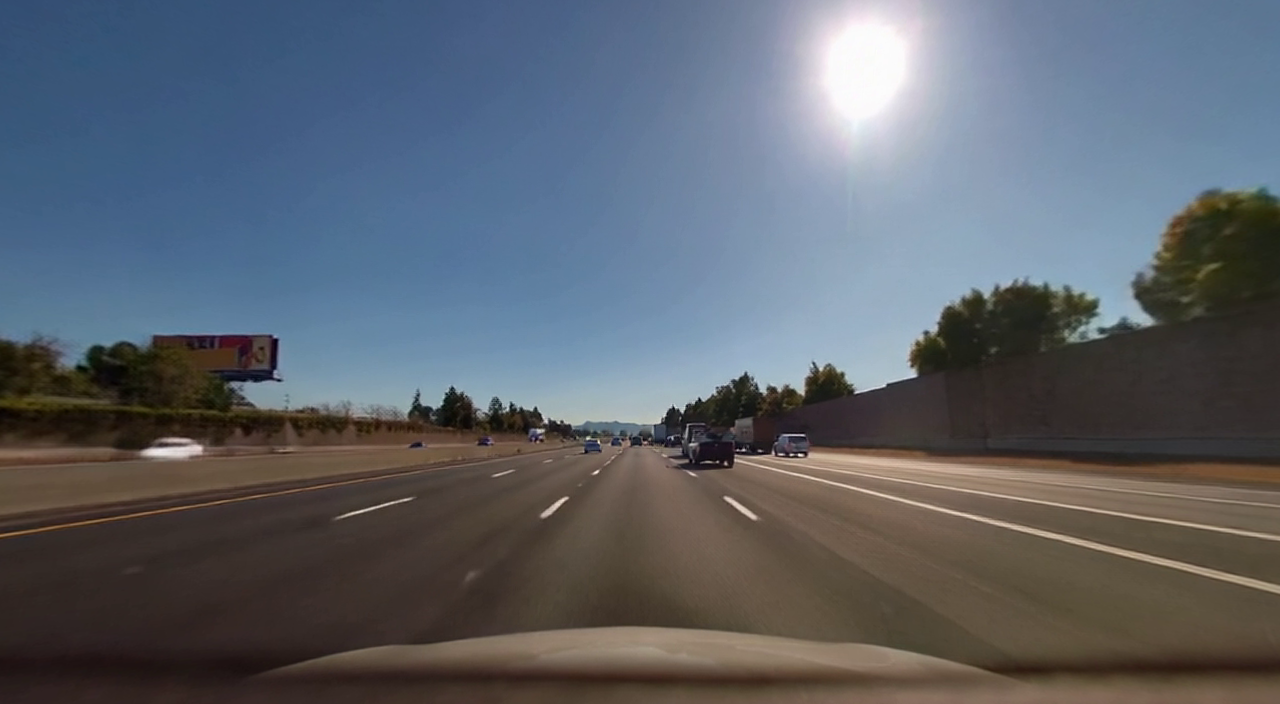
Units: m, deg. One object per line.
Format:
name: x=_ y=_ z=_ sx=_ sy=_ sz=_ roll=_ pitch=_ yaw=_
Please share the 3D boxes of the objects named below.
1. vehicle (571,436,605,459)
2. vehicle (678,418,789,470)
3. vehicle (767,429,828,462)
vehicle: x=-3.611 y=6.718 z=44.347 sx=2.066 sy=1.500 sz=4.415 roll=0 pitch=-8 yaw=0
vehicle: x=4.042 y=4.589 z=31.365 sx=3.042 sy=2.004 sz=14.051 roll=0 pitch=-8 yaw=-2
vehicle: x=9.797 y=5.897 z=39.653 sx=2.184 sy=1.873 sz=5.466 roll=0 pitch=-8 yaw=-3
